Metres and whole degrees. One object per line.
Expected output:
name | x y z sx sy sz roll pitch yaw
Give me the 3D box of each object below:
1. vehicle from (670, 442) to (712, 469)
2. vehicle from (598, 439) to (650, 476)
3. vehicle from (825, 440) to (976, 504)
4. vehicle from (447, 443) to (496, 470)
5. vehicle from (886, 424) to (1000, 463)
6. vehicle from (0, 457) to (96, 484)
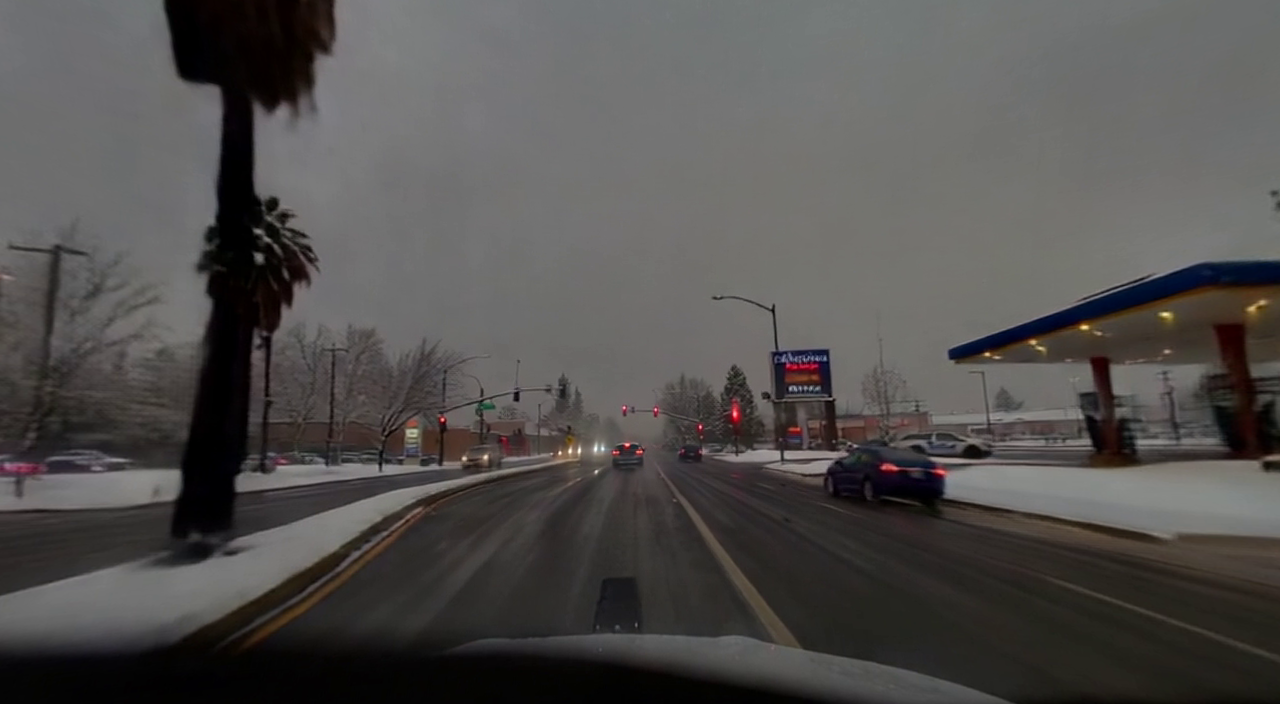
vehicle | 2.969 6.117 37.521 2.060 1.471 4.168 0 -9 -1
vehicle | -0.688 4.729 28.492 2.160 1.508 4.319 0 -9 -1
vehicle | 6.772 3.163 17.174 1.922 1.461 4.868 0 -9 -1
vehicle | -11.708 7.296 44.273 2.098 1.766 4.787 0 -9 0
vehicle | 16.216 4.988 34.260 2.172 1.855 5.526 2 -9 -19
vehicle | -35.126 6.919 37.118 4.613 1.477 1.927 0 -9 0
